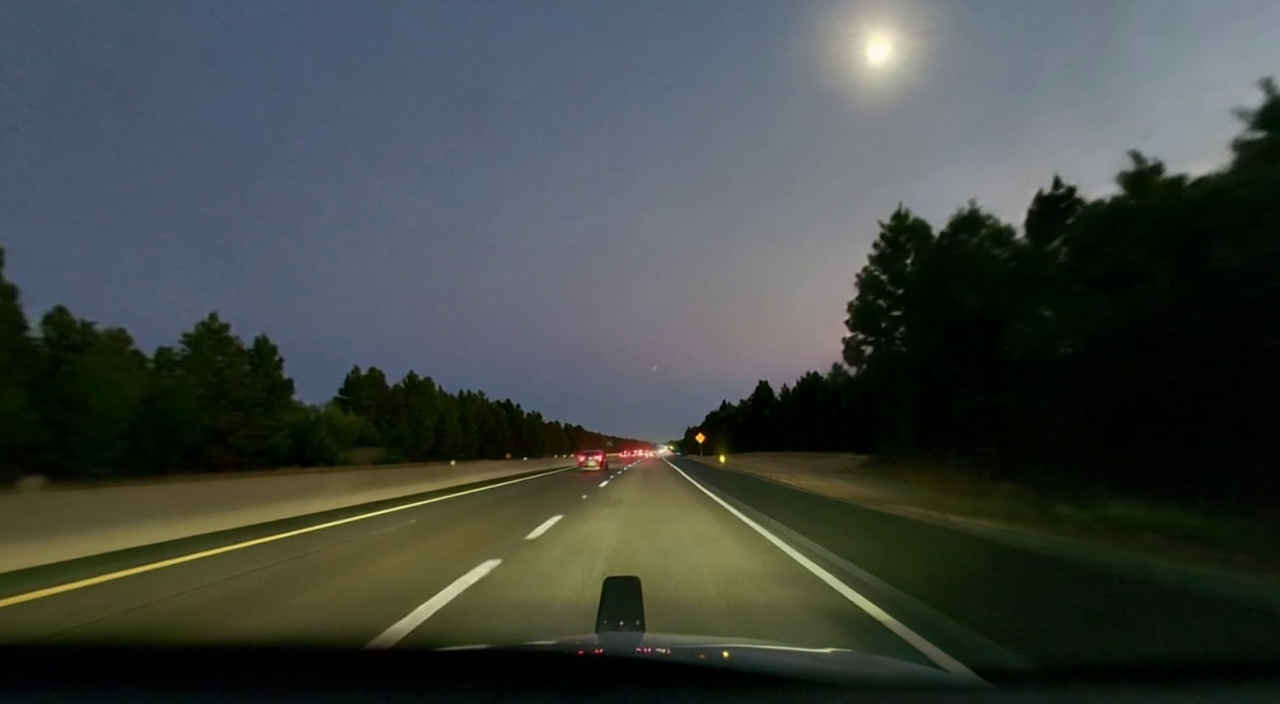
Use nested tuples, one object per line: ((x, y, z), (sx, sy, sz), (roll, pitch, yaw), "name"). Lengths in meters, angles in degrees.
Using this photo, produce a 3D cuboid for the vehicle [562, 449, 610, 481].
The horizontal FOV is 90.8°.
((-2.616, 5.628, 31.683), (1.917, 1.450, 3.997), (0, -9, 2), "vehicle")
